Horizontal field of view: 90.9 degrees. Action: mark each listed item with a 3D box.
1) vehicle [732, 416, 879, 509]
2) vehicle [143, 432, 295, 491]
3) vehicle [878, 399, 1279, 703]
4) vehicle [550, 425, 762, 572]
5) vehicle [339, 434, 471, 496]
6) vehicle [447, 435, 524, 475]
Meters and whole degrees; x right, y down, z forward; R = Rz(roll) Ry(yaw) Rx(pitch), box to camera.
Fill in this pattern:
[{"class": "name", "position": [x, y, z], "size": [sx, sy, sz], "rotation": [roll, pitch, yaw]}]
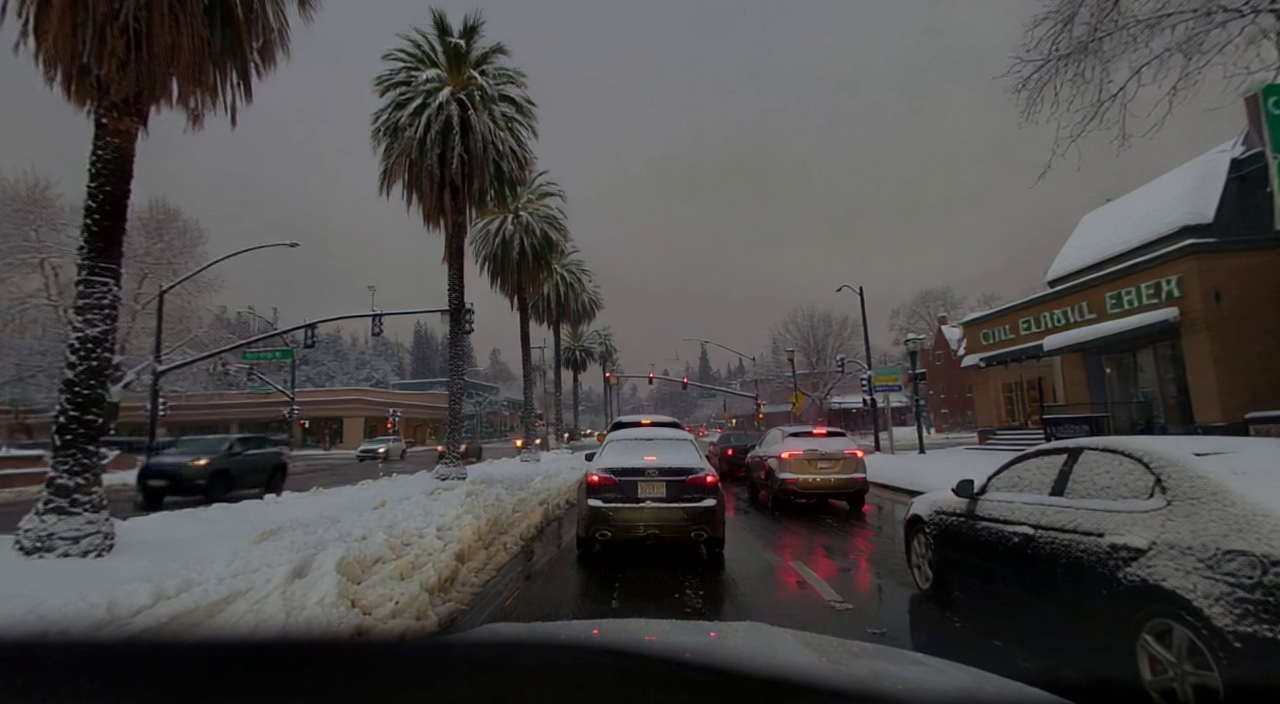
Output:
[{"class": "vehicle", "position": [3.489, 2.442, 14.304], "size": [2.169, 1.751, 4.276], "rotation": [0, -8, 0]}, {"class": "vehicle", "position": [-13.182, 3.436, 20.113], "size": [2.000, 1.609, 4.219], "rotation": [-1, -8, -2]}, {"class": "vehicle", "position": [3.535, 1.226, 4.471], "size": [1.910, 1.490, 4.661], "rotation": [0, -8, 1]}, {"class": "vehicle", "position": [0.172, 1.787, 8.460], "size": [2.140, 1.474, 4.026], "rotation": [0, -8, 1]}, {"class": "vehicle", "position": [-6.256, 3.050, 17.362], "size": [1.900, 1.487, 4.165], "rotation": [0, -8, 2]}, {"class": "vehicle", "position": [-6.050, 4.093, 25.223], "size": [1.822, 1.456, 4.396], "rotation": [-1, -8, 2]}]
